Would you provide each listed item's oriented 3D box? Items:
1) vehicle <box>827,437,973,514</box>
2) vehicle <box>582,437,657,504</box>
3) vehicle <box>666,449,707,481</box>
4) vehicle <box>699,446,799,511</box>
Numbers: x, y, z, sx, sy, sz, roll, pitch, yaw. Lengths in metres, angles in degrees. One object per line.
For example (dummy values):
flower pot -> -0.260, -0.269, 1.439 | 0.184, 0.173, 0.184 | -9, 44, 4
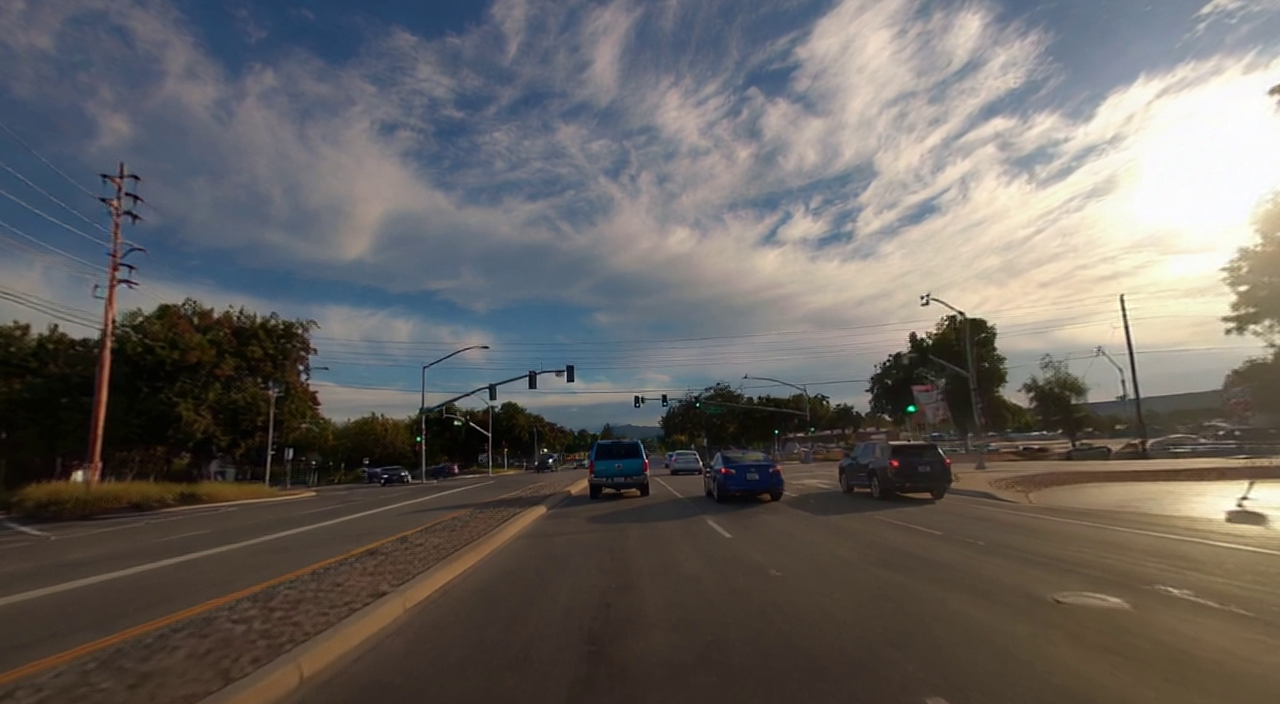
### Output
vehicle -> 6.687, 3.190, 16.883 | 1.929, 1.753, 4.396 | 0, -9, -1
vehicle -> -0.660, 3.881, 21.129 | 2.231, 1.998, 4.254 | 0, -9, -1
vehicle -> 2.660, 6.548, 36.956 | 1.915, 1.765, 4.047 | 0, -9, -2
vehicle -> 2.944, 3.510, 18.090 | 1.880, 1.579, 4.401 | 0, -9, -2
